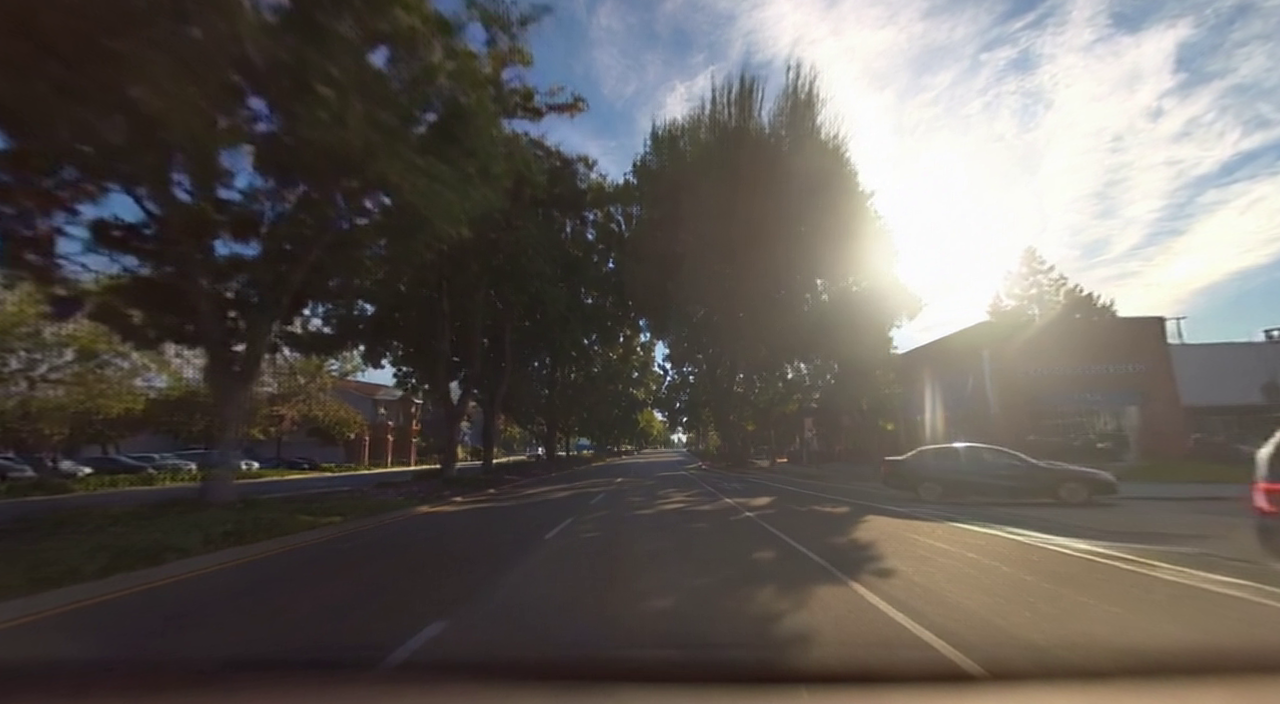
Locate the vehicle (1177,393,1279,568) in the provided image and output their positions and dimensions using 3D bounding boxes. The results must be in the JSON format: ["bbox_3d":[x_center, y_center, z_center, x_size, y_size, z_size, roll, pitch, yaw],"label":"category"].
[{"bbox_3d":[9.831,1.569,8.001,5.157,1.991,2.477,4,-9,-25],"label":"vehicle"}]

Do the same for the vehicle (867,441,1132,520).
[{"bbox_3d":[7.751,2.780,14.150,4.733,1.499,2.000,-4,-10,26],"label":"vehicle"}]
